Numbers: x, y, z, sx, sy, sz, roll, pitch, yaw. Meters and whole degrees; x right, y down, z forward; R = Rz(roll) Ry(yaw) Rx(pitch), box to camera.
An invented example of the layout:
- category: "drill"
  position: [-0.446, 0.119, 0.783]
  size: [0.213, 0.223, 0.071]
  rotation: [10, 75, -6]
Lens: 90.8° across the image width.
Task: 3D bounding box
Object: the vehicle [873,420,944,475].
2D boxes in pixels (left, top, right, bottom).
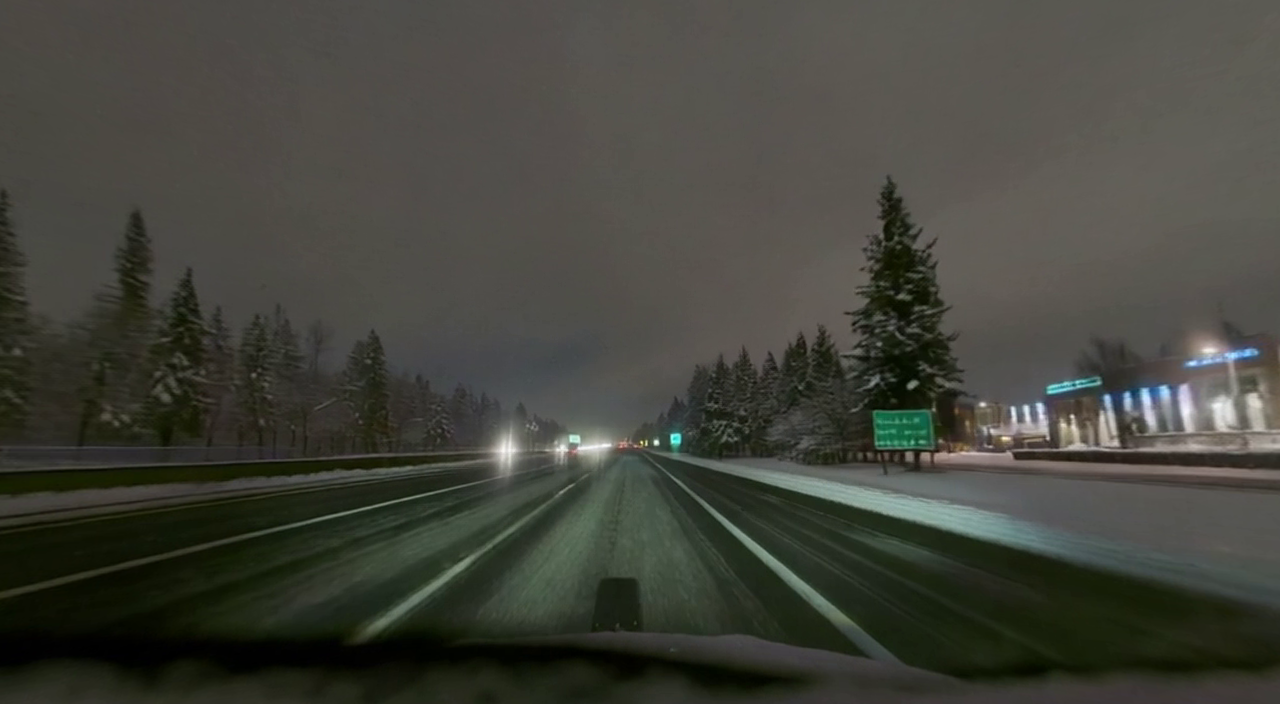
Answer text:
- category: "vehicle"
  position: [14.682, 5.208, 34.694]
  size: [2.312, 2.875, 2.697]
  rotation: [1, -8, -13]
